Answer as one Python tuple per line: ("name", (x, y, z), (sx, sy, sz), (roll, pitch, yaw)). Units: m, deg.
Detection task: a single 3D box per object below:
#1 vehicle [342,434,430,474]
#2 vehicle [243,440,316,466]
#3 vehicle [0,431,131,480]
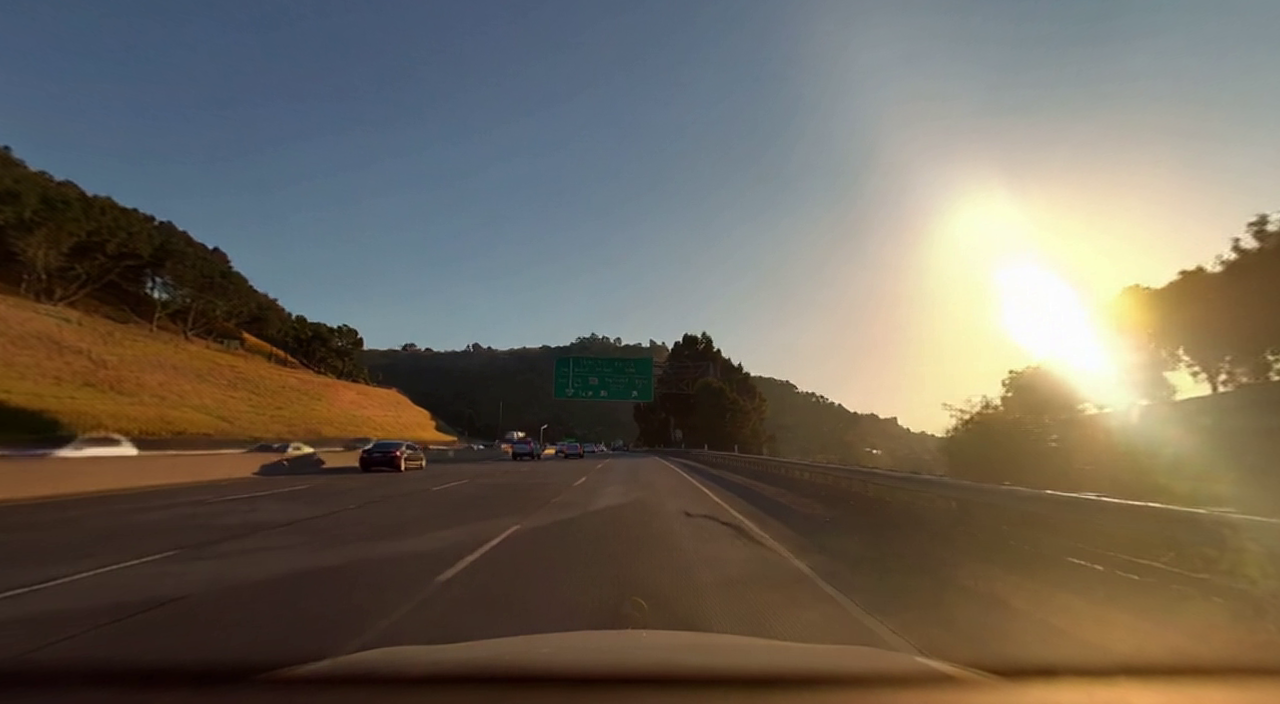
("vehicle", (-11.151, 4.518, 27.989), (2.001, 1.625, 4.528), (0, -8, 0))
("vehicle", (-21.858, 6.117, 38.284), (1.784, 1.445, 4.491), (0, -8, -1))
("vehicle", (-21.598, 3.770, 23.120), (1.923, 1.595, 4.510), (0, -8, 0))
